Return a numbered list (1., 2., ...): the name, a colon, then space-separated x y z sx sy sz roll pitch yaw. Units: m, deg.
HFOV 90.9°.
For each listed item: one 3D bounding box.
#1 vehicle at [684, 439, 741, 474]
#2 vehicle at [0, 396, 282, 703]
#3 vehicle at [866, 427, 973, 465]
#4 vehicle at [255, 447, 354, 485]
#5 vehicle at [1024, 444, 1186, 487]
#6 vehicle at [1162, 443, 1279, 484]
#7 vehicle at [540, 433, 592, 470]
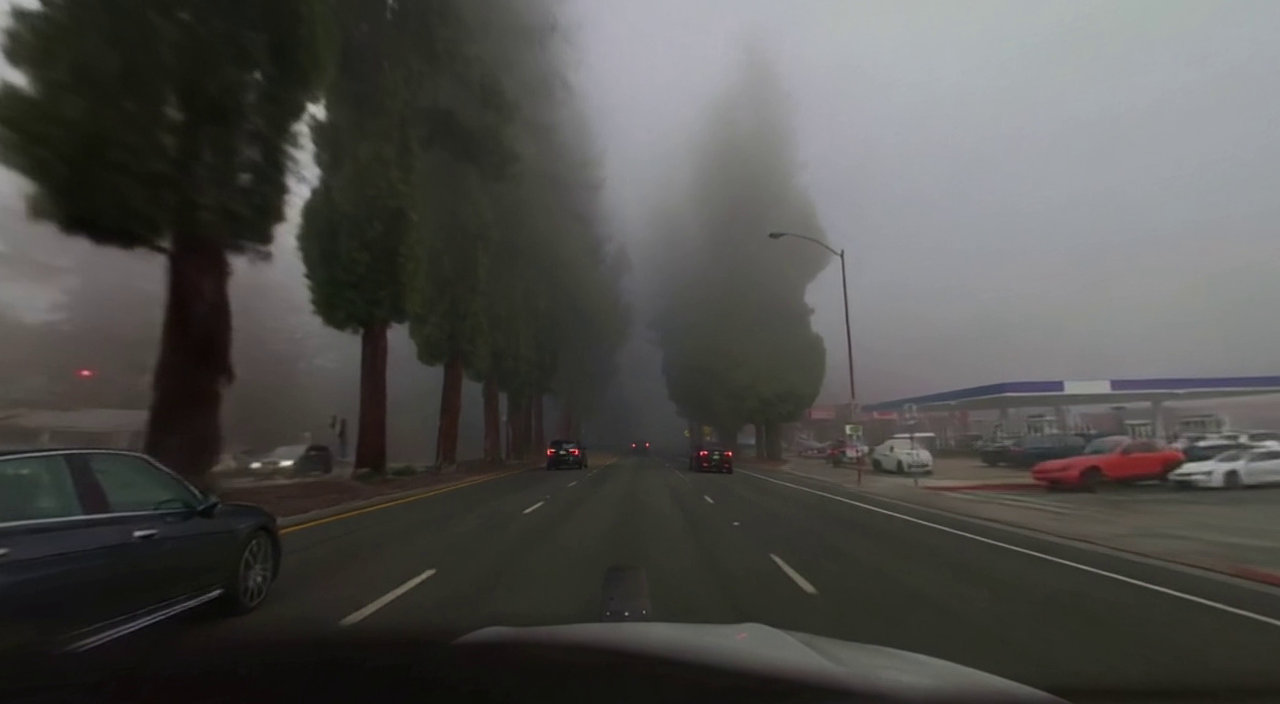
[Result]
1. vehicle: 3.254 4.767 29.090 2.010 1.486 4.498 0 -8 -1
2. vehicle: -4.004 0.933 2.644 1.988 1.530 5.155 0 -8 0
3. vehicle: 14.050 4.758 32.040 2.097 1.779 4.720 4 -9 -24
4. vehicle: -14.705 4.980 27.947 1.977 1.491 4.496 0 -8 -1
5. vehicle: 16.765 4.069 22.816 4.717 1.461 1.874 2 -9 -10
6. vehicle: 22.409 4.141 23.557 4.344 1.433 1.784 1 -8 -5
7. vehicle: -3.623 4.977 31.688 2.051 1.747 4.370 0 -8 1
